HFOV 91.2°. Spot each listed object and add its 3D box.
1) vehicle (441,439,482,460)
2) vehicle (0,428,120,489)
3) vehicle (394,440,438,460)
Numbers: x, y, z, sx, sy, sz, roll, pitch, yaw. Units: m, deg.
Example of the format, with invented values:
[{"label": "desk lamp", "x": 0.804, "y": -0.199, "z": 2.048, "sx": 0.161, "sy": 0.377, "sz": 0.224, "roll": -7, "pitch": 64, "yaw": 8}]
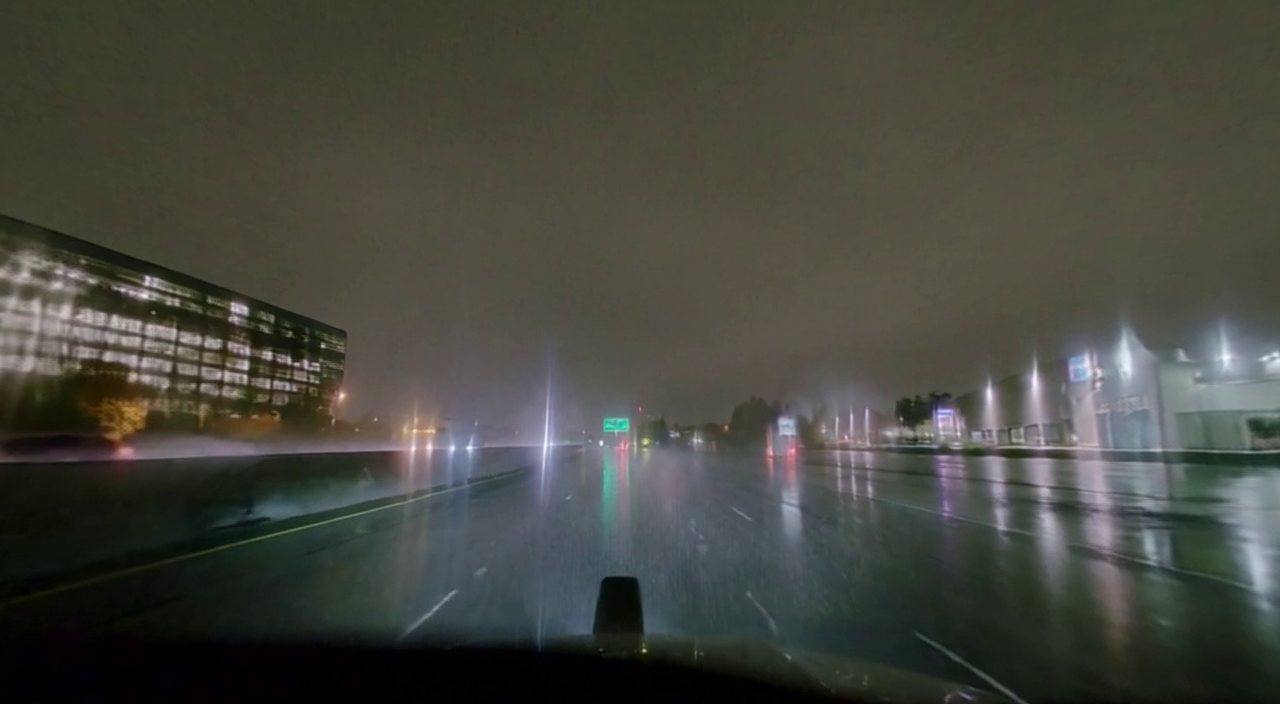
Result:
[{"label": "vehicle", "x": -13.460, "y": 7.431, "z": 47.600, "sx": 1.863, "sy": 1.521, "sz": 4.277, "roll": 0, "pitch": -9, "yaw": 0}, {"label": "vehicle", "x": -16.812, "y": 2.831, "z": 16.723, "sx": 1.933, "sy": 1.510, "sz": 4.591, "roll": 0, "pitch": -9, "yaw": -1}, {"label": "vehicle", "x": -17.543, "y": 7.711, "z": 49.261, "sx": 1.893, "sy": 1.503, "sz": 4.324, "roll": 0, "pitch": -9, "yaw": -1}]
